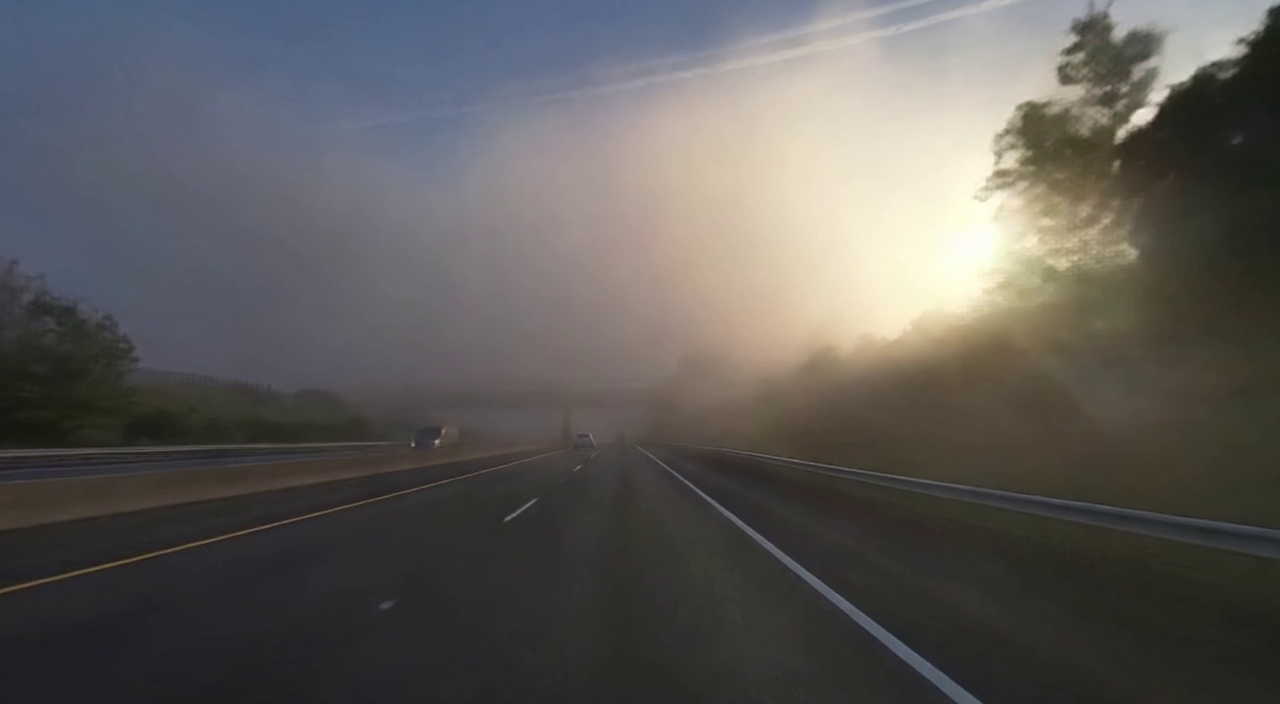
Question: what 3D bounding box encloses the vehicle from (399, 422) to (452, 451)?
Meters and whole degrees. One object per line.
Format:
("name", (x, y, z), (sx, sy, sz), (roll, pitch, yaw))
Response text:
("vehicle", (-15.204, 6.004, 44.773), (2.108, 1.915, 4.828), (0, -8, 0))
